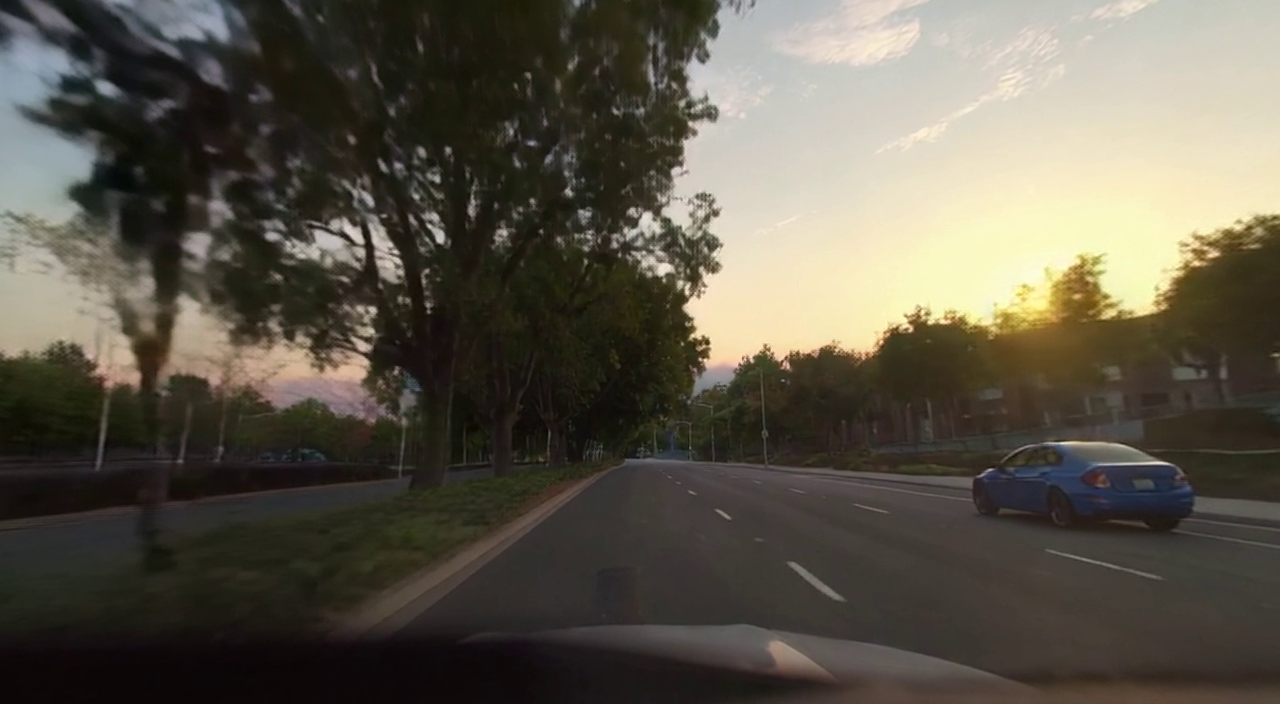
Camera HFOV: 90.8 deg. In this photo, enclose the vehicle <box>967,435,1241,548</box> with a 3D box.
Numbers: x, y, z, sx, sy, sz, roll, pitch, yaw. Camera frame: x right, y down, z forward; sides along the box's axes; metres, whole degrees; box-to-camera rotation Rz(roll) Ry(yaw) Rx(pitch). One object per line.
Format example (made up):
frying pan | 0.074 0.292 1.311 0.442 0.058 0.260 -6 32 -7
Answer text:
vehicle | 7.254 2.172 10.403 1.797 1.518 3.433 0 -9 -1
